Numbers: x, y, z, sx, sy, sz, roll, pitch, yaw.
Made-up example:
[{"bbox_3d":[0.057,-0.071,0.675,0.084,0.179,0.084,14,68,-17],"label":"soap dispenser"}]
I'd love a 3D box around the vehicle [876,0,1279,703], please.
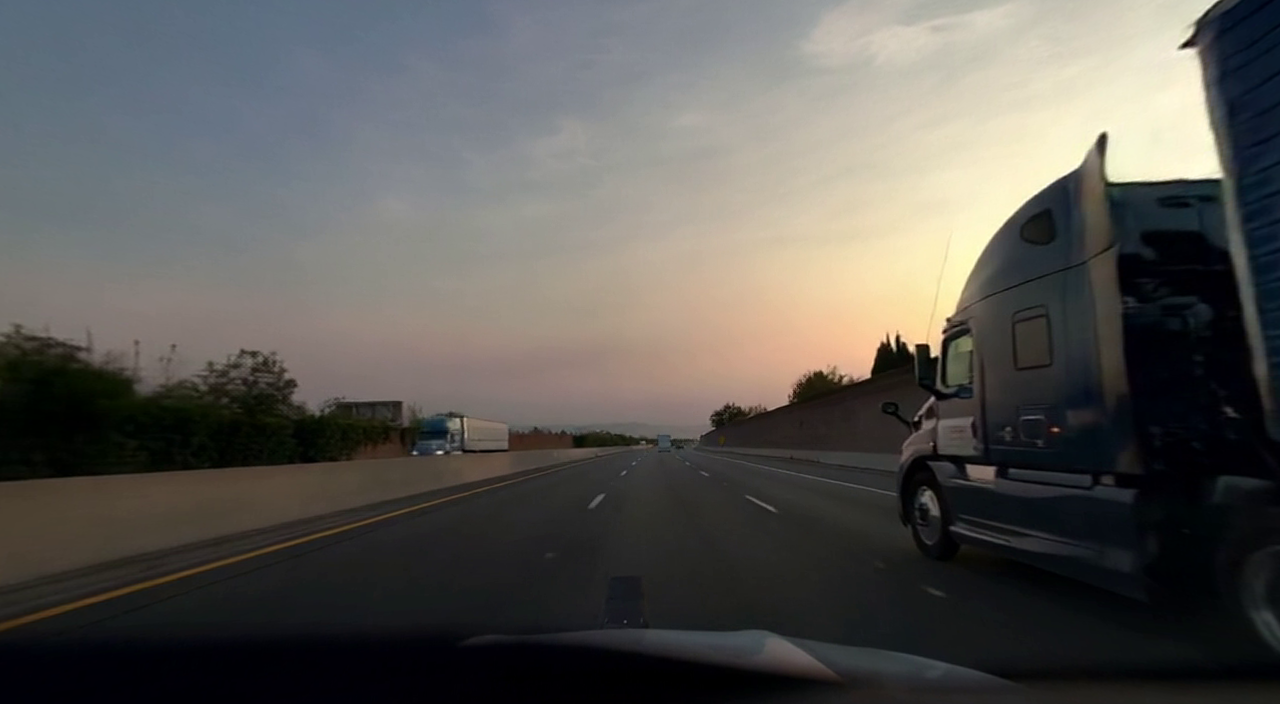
[{"bbox_3d":[4.812,0.140,4.915,3.107,4.307,7.088,0,-8,0],"label":"vehicle"}]
